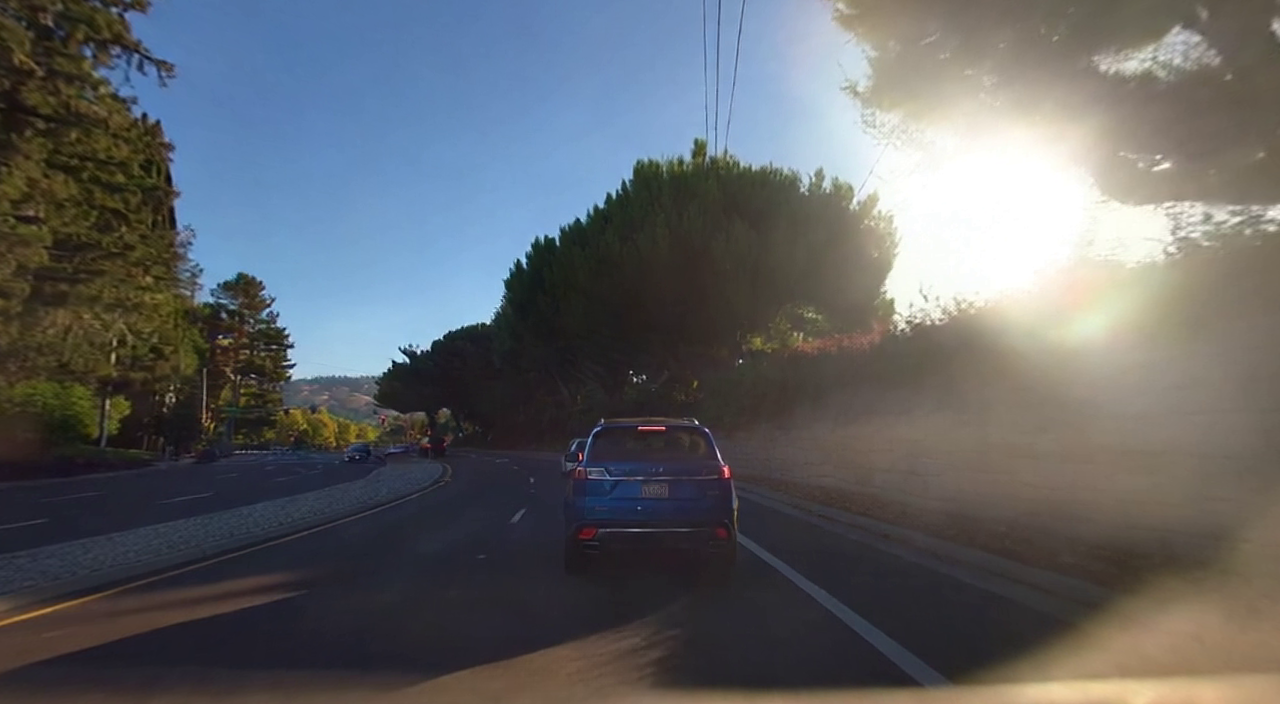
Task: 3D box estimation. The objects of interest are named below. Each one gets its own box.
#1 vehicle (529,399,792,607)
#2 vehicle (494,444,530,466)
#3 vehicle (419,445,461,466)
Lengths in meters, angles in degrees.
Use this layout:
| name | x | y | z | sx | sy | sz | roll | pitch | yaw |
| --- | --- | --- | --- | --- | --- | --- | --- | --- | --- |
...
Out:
| name | x | y | z | sx | sy | sz | roll | pitch | yaw |
| --- | --- | --- | --- | --- | --- | --- | --- | --- | --- |
| vehicle | -0.002 | 1.610 | 7.683 | 2.287 | 1.762 | 4.269 | 1 | -8 | -5 |
| vehicle | -9.505 | 7.549 | 46.556 | 1.837 | 1.483 | 4.559 | 3 | -9 | -21 |
| vehicle | -15.338 | 7.879 | 48.228 | 2.023 | 1.474 | 4.286 | 5 | -10 | -31 |
